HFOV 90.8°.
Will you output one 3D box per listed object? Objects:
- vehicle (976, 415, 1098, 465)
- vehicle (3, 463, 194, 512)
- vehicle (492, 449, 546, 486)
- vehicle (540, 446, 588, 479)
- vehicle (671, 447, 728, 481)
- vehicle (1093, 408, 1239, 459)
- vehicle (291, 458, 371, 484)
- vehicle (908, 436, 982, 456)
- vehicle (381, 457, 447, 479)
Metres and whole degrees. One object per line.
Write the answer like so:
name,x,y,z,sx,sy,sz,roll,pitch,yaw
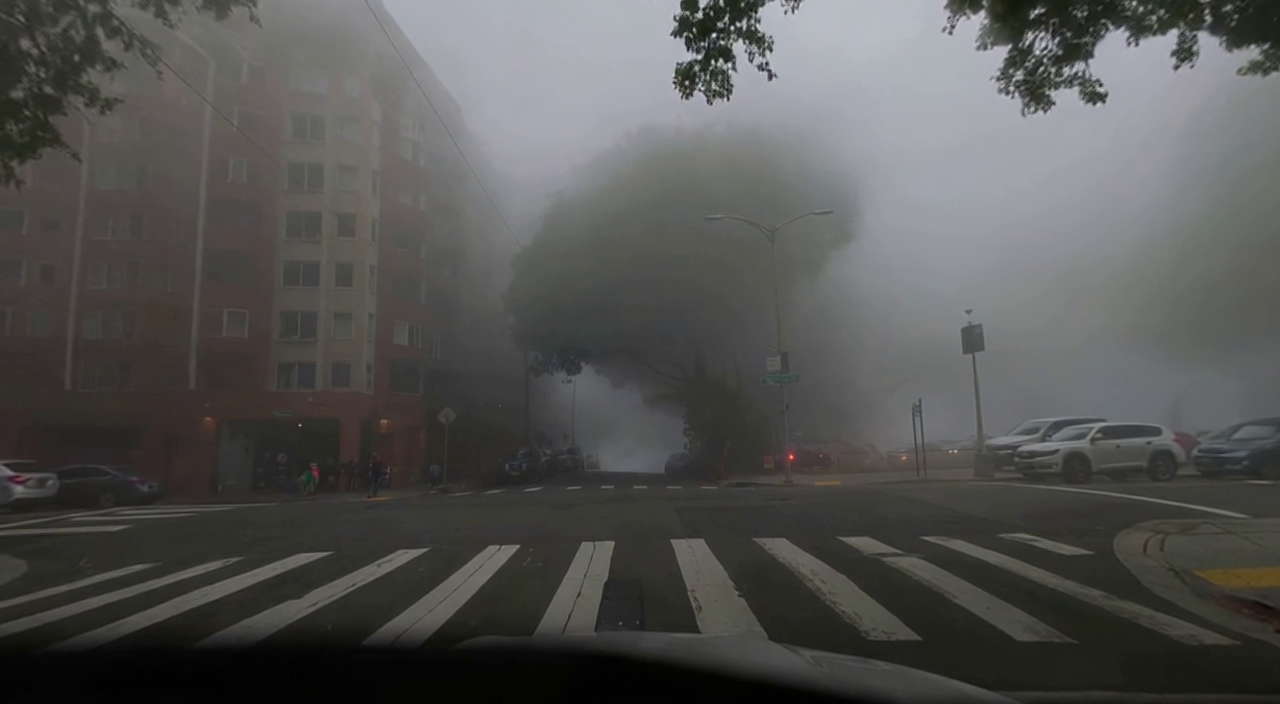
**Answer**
vehicle,16.744,3.813,27.000,2.041,1.921,4.574,0,-9,-2
vehicle,-17.315,4.334,20.374,4.439,1.448,1.793,0,-9,0
vehicle,-7.615,7.282,40.251,2.193,1.814,5.061,-9,-9,0
vehicle,-4.464,6.574,37.689,2.102,1.768,4.290,-2,-9,2
vehicle,3.216,5.884,33.478,1.942,1.603,3.785,-1,-8,23
vehicle,22.305,3.556,27.148,2.137,1.962,4.988,-1,-9,3
vehicle,-23.185,8.922,47.503,4.844,1.836,2.117,-1,-8,5
vehicle,23.015,7.126,47.772,4.528,1.475,2.070,0,-9,3
vehicle,-16.916,8.696,47.360,4.203,1.544,1.889,0,-8,1
